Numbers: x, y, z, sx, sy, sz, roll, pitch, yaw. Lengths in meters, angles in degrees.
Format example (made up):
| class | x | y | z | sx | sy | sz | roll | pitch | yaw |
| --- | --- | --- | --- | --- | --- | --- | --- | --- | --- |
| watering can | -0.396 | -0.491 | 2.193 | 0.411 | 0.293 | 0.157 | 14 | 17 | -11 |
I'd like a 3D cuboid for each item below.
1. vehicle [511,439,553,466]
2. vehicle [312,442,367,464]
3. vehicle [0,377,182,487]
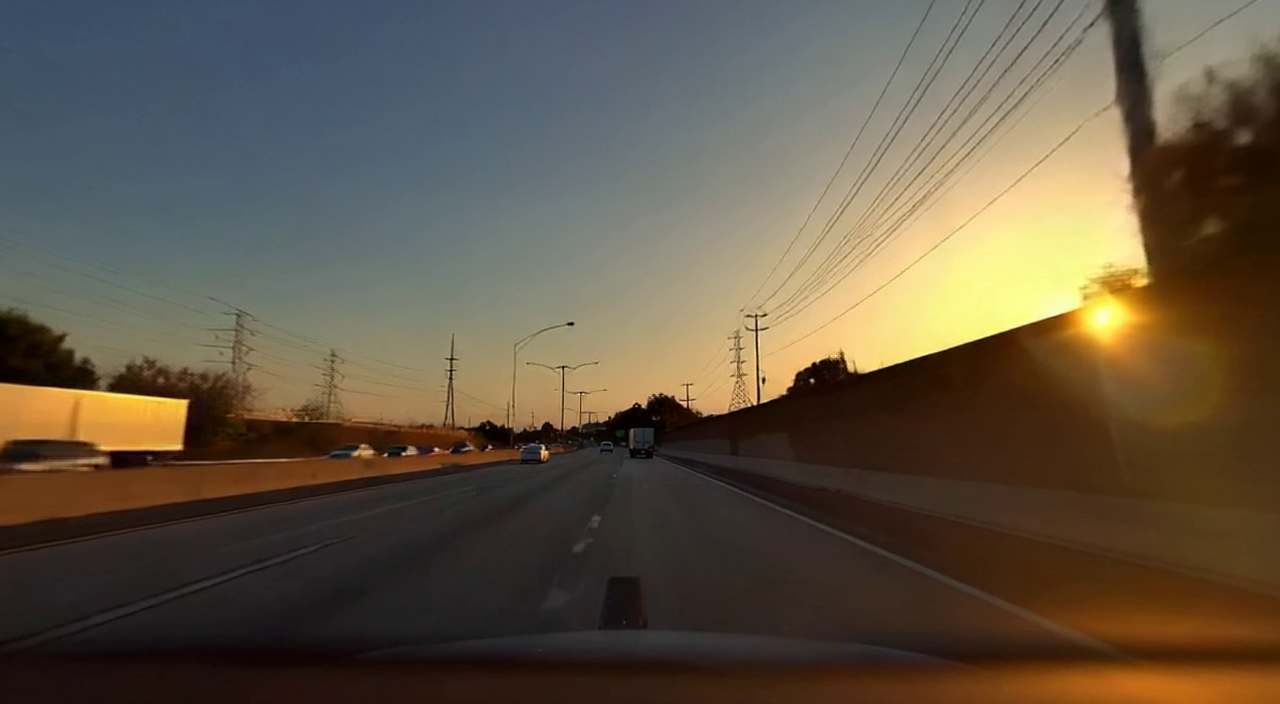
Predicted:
| class | x | y | z | sx | sy | sz | roll | pitch | yaw |
| --- | --- | --- | --- | --- | --- | --- | --- | --- | --- |
| vehicle | -7.081 | 6.623 | 41.831 | 2.064 | 1.642 | 4.389 | 0 | -8 | 0 |
| vehicle | -21.975 | 7.396 | 46.308 | 1.824 | 1.544 | 4.480 | 0 | -8 | -1 |
| vehicle | -25.876 | 3.214 | 25.141 | 2.933 | 4.161 | 16.812 | 0 | -8 | -1 |
